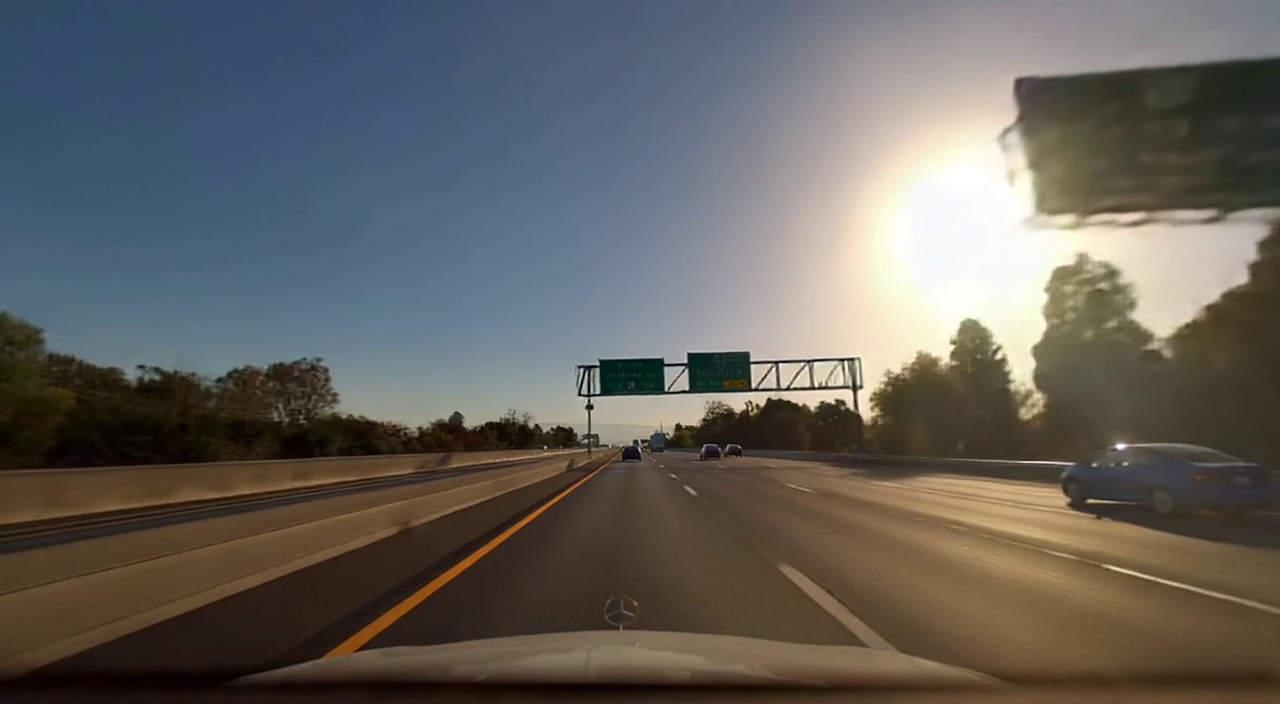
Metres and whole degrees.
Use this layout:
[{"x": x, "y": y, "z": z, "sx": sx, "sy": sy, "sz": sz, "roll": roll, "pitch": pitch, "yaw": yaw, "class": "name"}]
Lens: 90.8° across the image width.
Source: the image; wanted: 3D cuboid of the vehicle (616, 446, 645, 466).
[{"x": -0.651, "y": 7.428, "z": 45.275, "sx": 2.004, "sy": 1.259, "sz": 3.781, "roll": 0, "pitch": -8, "yaw": 0, "class": "vehicle"}]

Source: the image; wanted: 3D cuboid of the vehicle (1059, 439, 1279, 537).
[{"x": 10.740, "y": 2.435, "z": 12.186, "sx": 2.024, "sy": 1.481, "sz": 4.747, "roll": 0, "pitch": -8, "yaw": -1, "class": "vehicle"}]
